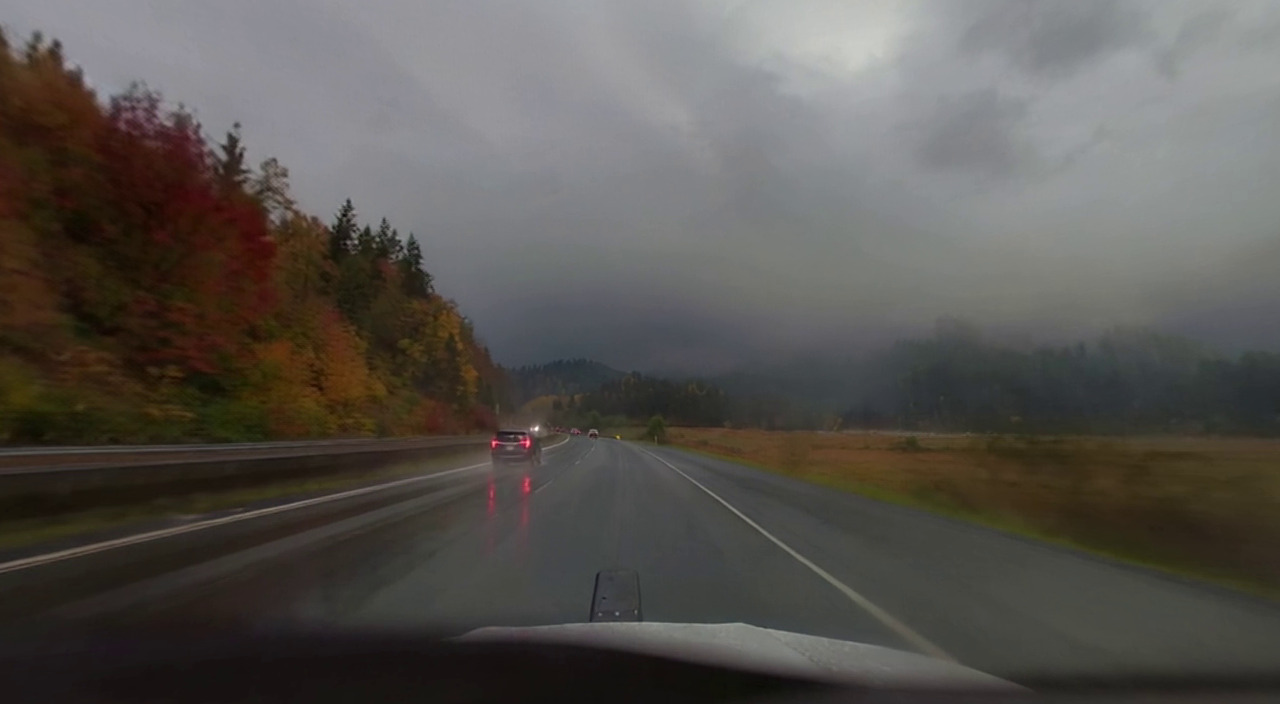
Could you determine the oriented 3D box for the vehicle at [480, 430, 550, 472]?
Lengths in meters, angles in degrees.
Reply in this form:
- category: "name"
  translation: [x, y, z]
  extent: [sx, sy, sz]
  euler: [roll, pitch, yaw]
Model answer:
- category: "vehicle"
  translation: [-5.002, 4.015, 25.749]
  extent: [2.073, 1.559, 4.393]
  euler: [0, -8, -2]
